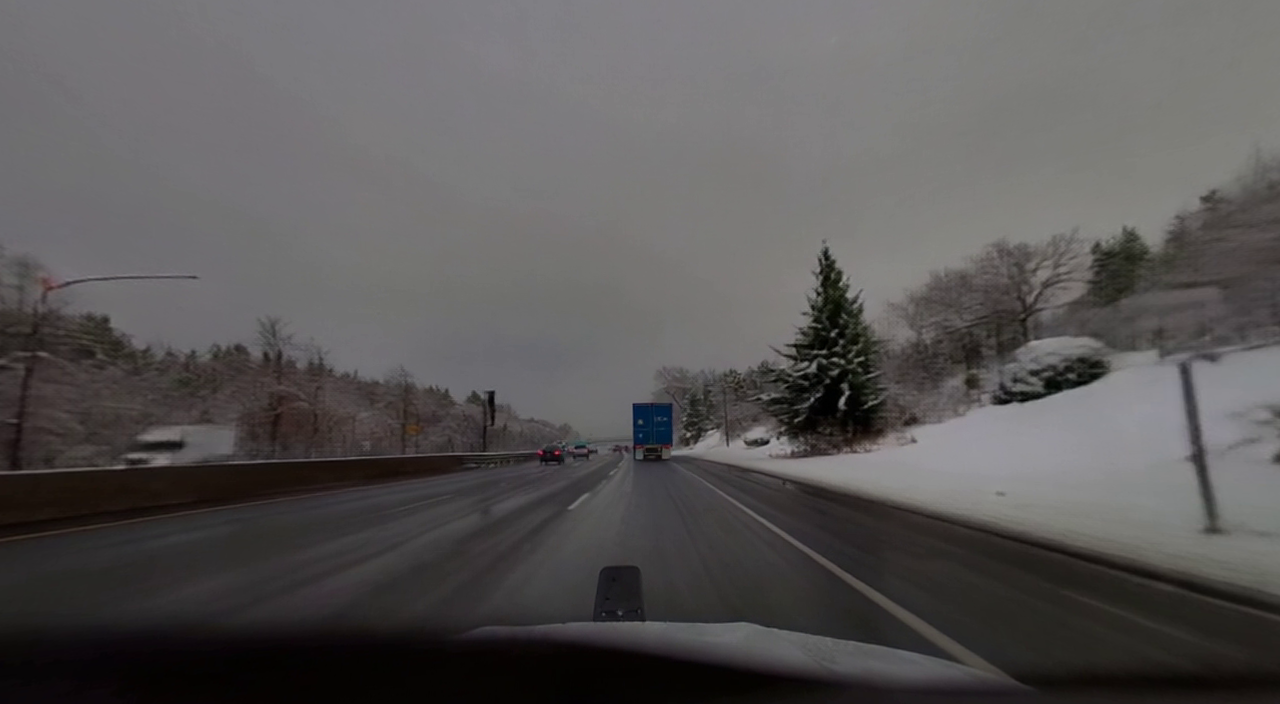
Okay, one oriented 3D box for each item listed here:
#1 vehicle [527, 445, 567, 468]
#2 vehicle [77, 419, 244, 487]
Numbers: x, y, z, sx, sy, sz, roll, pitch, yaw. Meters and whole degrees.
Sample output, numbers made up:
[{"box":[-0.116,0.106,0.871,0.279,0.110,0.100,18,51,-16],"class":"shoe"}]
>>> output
[{"box":[-6.470,7.321,44.426,2.017,1.517,4.766,0,-8,1],"class":"vehicle"},{"box":[-20.153,4.264,26.981,2.292,2.558,5.893,0,-8,1],"class":"vehicle"}]
